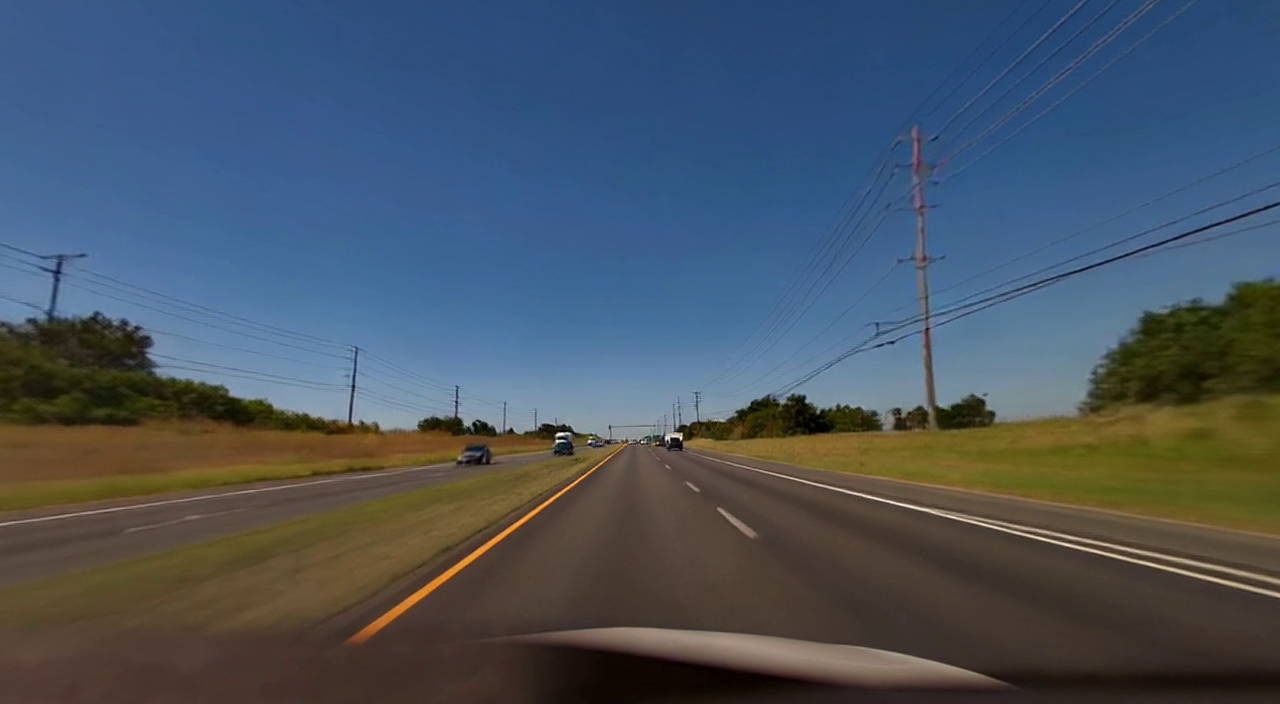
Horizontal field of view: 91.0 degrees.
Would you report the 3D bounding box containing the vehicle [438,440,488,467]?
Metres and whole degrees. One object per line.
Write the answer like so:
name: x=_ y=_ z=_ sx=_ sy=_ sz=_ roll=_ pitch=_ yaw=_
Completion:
vehicle: x=-11.471 y=6.608 z=41.108 sx=1.954 sy=1.613 sz=4.429 roll=-1 pitch=-8 yaw=0
